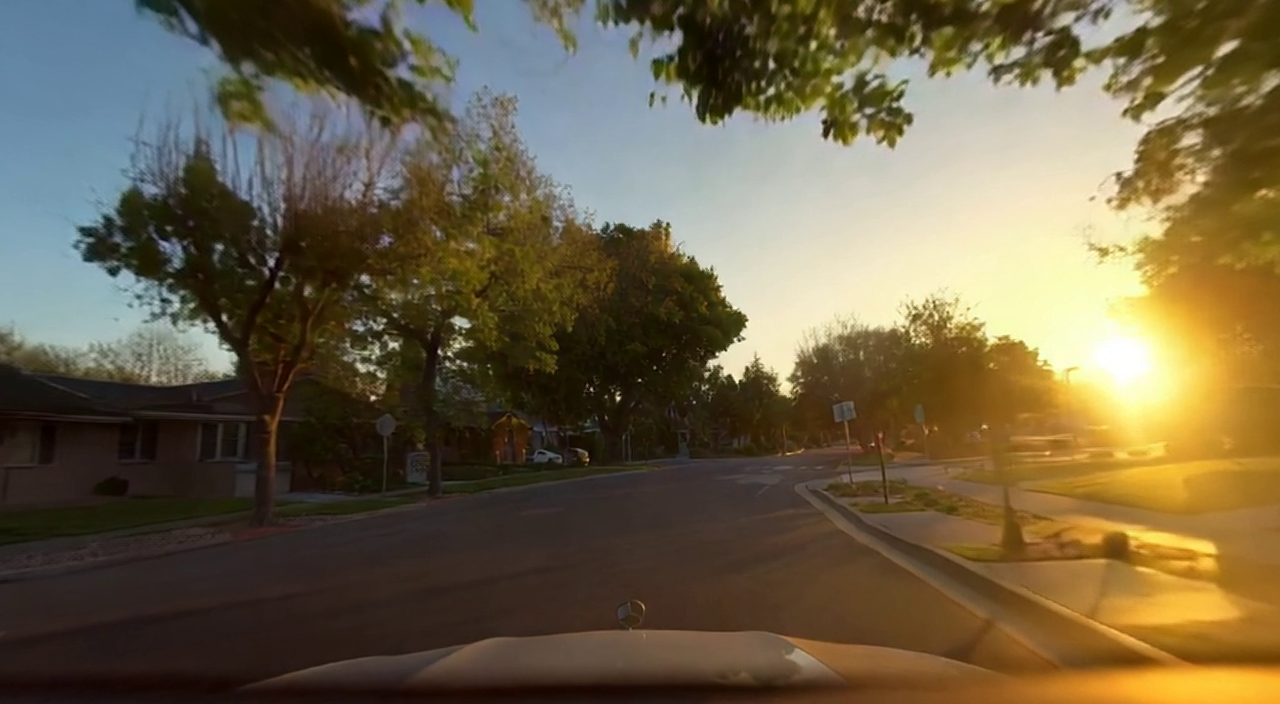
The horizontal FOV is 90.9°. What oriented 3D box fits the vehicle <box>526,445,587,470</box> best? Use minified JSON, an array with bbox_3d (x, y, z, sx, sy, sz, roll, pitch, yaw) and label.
[{"bbox_3d":[-5.967,7.552,45.299,4.252,1.681,1.854,1,-8,-6],"label":"vehicle"}]
